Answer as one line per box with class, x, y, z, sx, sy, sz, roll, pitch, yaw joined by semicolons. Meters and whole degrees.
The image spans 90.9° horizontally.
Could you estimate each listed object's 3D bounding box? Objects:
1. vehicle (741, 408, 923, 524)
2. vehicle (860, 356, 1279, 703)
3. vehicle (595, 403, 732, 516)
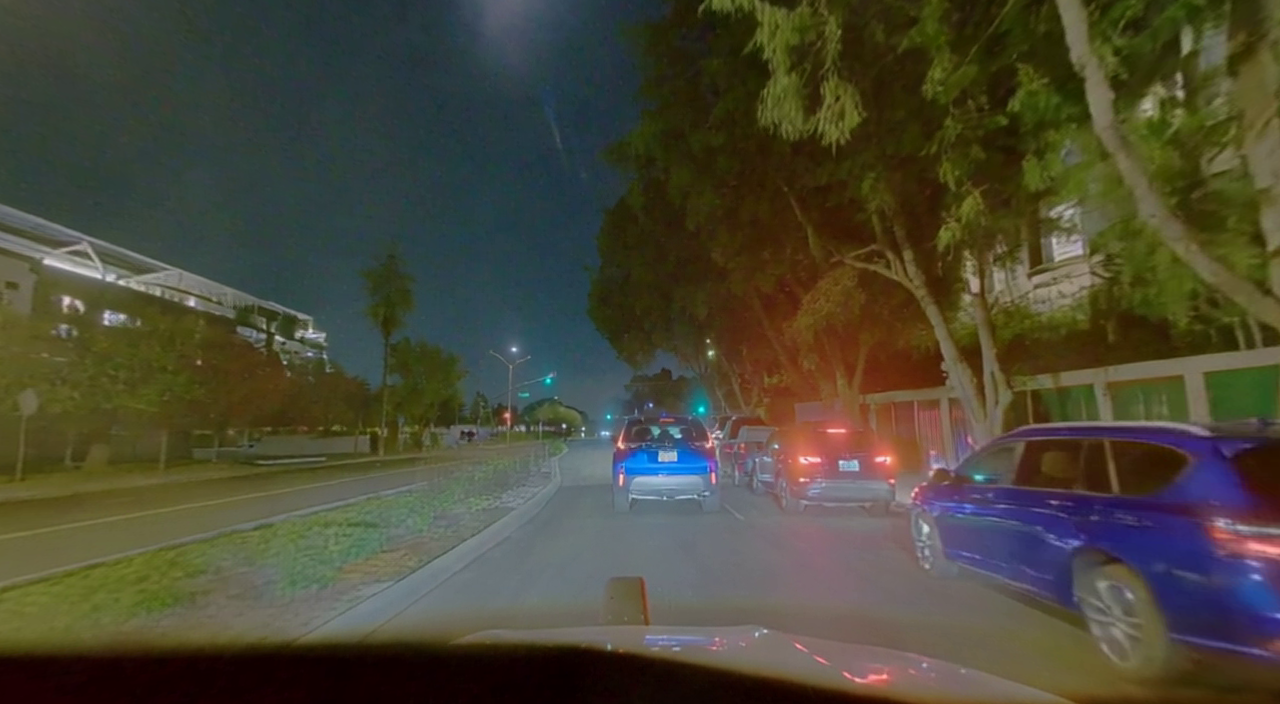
vehicle;3.702;2.332;13.439;2.238;1.958;5.250;0;-8;0
vehicle;3.607;1.201;4.758;2.138;1.699;4.852;0;-8;0
vehicle;0.435;2.187;13.170;2.386;1.947;4.168;0;-8;1
